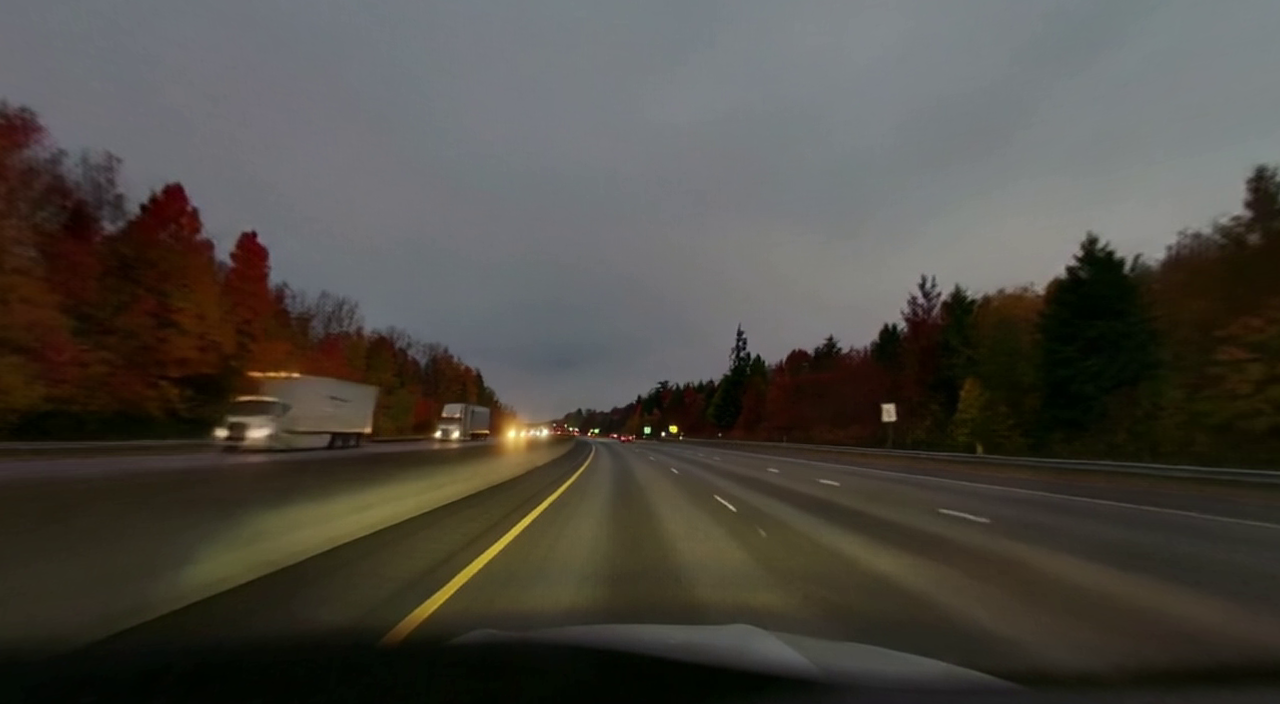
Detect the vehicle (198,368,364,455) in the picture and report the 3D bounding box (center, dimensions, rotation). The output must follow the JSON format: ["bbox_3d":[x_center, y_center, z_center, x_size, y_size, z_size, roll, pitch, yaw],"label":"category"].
[{"bbox_3d":[-17.910,3.278,32.637,2.949,3.792,10.330,0,-8,-3],"label":"vehicle"}]
